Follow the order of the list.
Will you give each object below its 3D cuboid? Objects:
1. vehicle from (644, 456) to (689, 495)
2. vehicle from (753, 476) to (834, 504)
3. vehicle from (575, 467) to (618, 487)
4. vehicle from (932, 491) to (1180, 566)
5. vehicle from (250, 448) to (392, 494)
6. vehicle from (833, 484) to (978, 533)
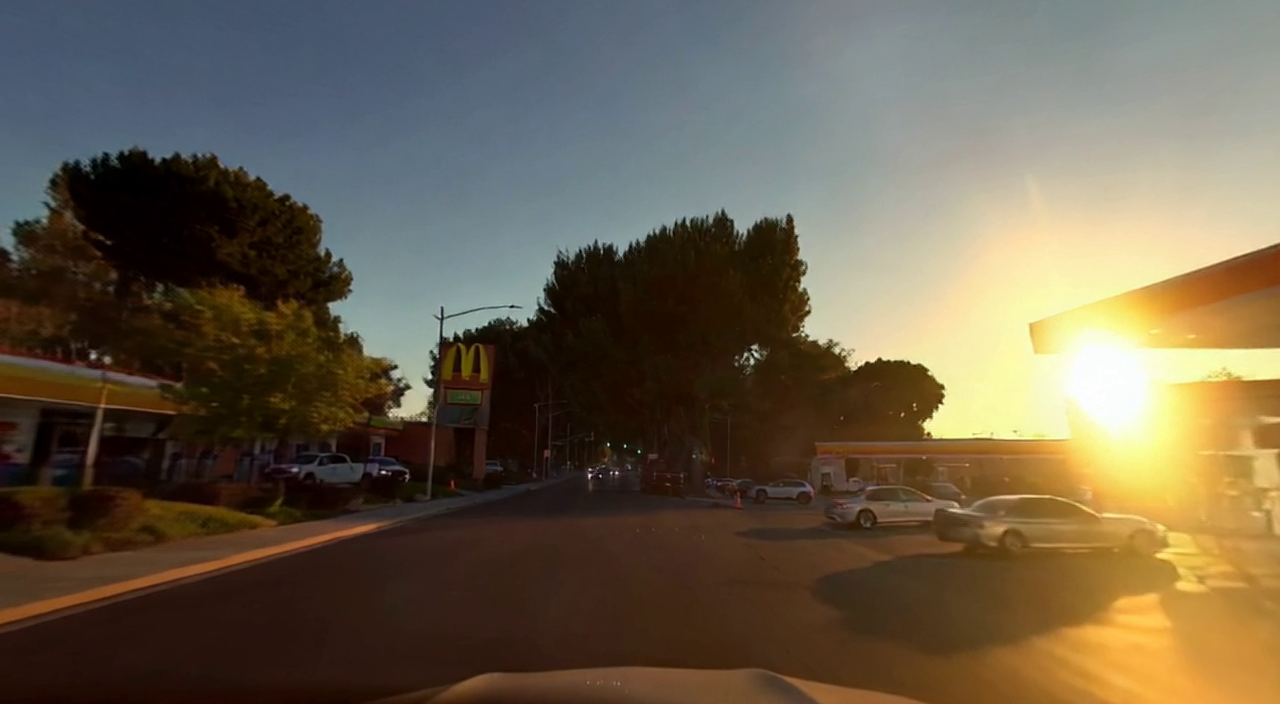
[{"bbox_3d":[1.465,7.280,37.351,2.153,2.074,5.188,1,-10,-3],"label":"vehicle"},{"bbox_3d":[8.784,7.909,36.204,4.123,1.446,1.807,1,-11,-3],"label":"vehicle"},{"bbox_3d":[-3.289,9.573,48.399,1.993,1.454,3.810,-3,-11,18],"label":"vehicle"},{"bbox_3d":[9.360,3.997,14.455,4.316,1.462,1.921,1,-10,-3],"label":"vehicle"},{"bbox_3d":[-12.670,4.767,25.246,4.575,1.641,2.006,11,-15,-43],"label":"vehicle"},{"bbox_3d":[9.104,5.396,21.862,4.169,1.474,1.850,1,-10,-2],"label":"vehicle"}]
